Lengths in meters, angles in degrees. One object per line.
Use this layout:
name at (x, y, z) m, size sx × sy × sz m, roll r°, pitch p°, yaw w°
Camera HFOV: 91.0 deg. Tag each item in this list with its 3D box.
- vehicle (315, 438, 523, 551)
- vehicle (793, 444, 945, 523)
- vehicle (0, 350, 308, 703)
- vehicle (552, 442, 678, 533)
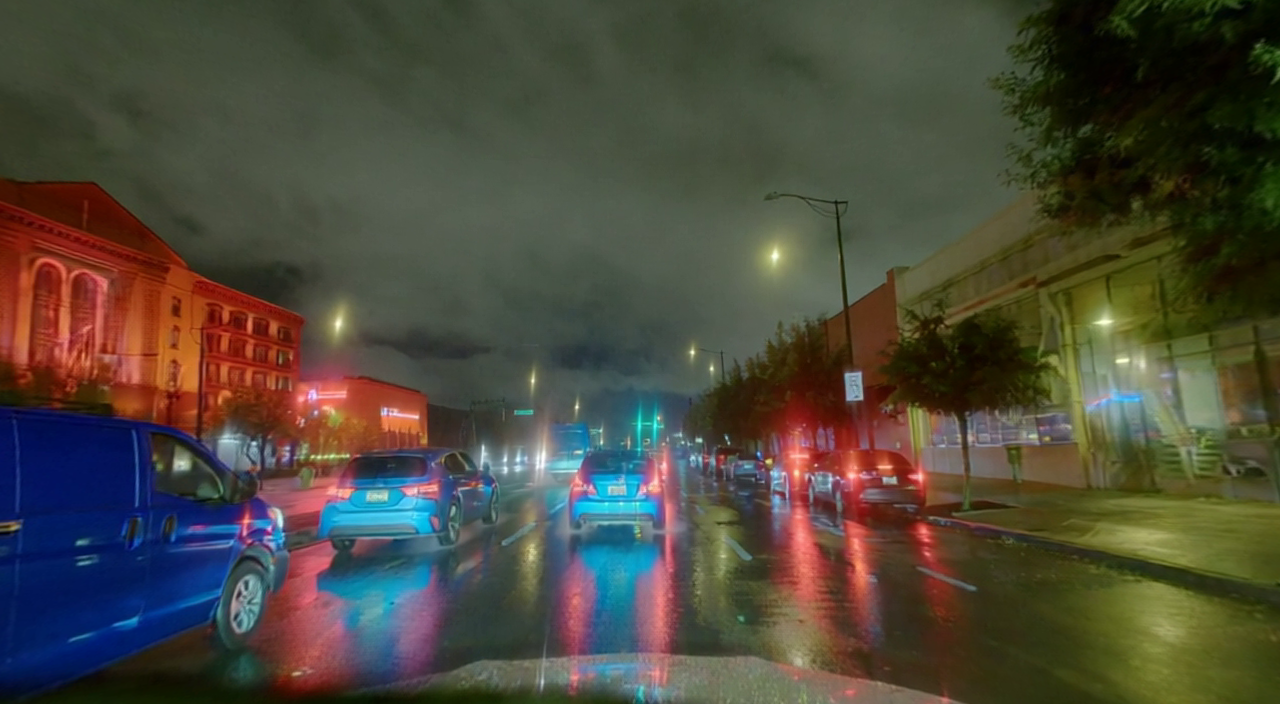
vehicle at (-3.525, 2.340, 11.116) m, size 1.995 × 1.554 × 4.426 m, roll 0°, pitch -9°, yaw 1°
vehicle at (4.902, 2.847, 14.173) m, size 1.832 × 1.491 × 4.054 m, roll 1°, pitch -9°, yaw -1°
vehicle at (-3.727, 0.867, 2.524) m, size 2.140 × 1.768 × 4.685 m, roll 0°, pitch -9°, yaw 1°
vehicle at (-0.414, 2.623, 12.824) m, size 2.152 × 1.518 × 4.113 m, roll 0°, pitch -9°, yaw 0°
